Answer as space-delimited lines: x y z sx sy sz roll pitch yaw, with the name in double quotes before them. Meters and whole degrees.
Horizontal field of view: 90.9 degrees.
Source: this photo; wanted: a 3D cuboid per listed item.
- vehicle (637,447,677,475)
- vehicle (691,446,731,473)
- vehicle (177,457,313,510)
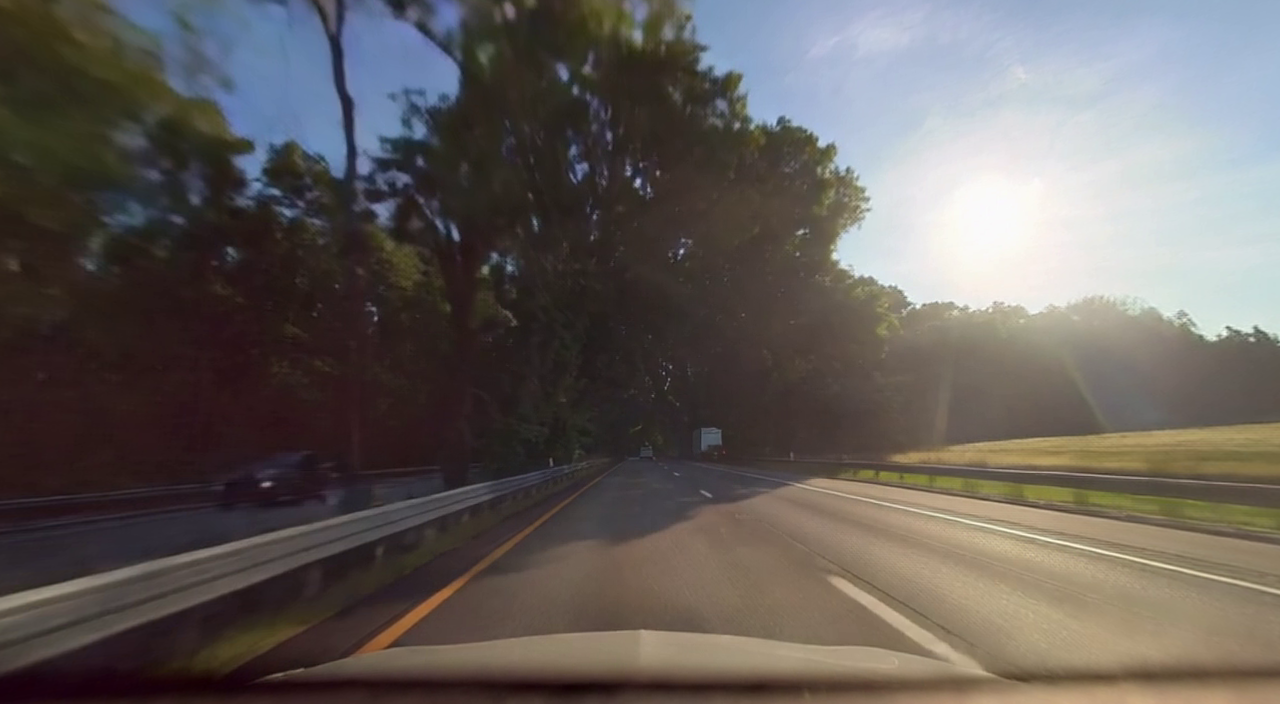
"vehicle" 0.914 6.226 36.325 2.162 1.492 3.975 0 -9 -1
"vehicle" 4.222 6.471 38.036 1.846 1.485 3.679 0 -9 -2
"vehicle" -12.699 4.214 20.608 1.834 1.494 3.993 0 -9 0
